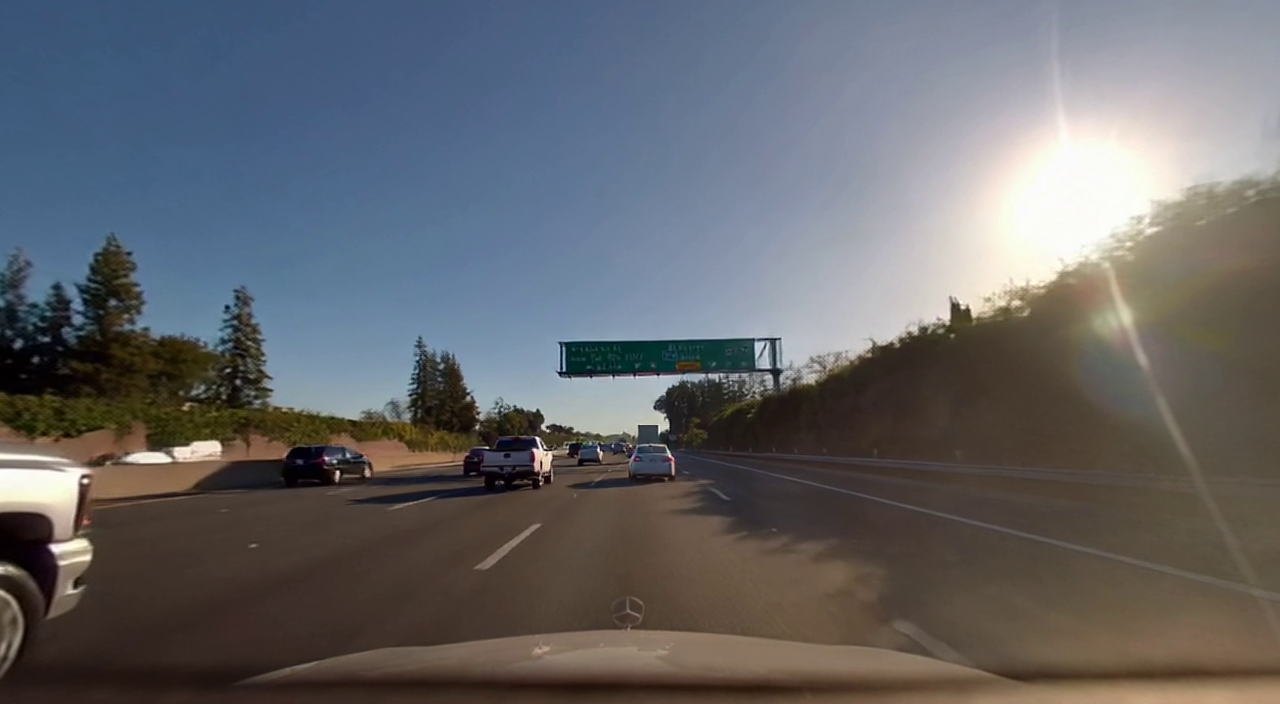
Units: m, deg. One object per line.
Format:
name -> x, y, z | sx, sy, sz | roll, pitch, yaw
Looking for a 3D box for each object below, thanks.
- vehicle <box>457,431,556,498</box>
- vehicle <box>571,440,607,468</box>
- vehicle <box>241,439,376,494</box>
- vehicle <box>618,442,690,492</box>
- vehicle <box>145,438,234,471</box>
vehicle -> -3.736, 3.229, 18.501 | 1.903, 1.721, 4.210 | 0, -8, 1
vehicle -> -3.192, 6.465, 40.184 | 1.897, 1.646, 4.049 | 0, -8, 1
vehicle -> -10.564, 3.654, 20.527 | 1.941, 1.602, 4.277 | 0, -8, 2
vehicle -> 0.400, 3.630, 20.267 | 2.054, 1.421, 4.090 | 0, -8, 0
vehicle -> -30.551, 6.959, 42.996 | 2.239, 2.119, 5.149 | 0, -8, 0
